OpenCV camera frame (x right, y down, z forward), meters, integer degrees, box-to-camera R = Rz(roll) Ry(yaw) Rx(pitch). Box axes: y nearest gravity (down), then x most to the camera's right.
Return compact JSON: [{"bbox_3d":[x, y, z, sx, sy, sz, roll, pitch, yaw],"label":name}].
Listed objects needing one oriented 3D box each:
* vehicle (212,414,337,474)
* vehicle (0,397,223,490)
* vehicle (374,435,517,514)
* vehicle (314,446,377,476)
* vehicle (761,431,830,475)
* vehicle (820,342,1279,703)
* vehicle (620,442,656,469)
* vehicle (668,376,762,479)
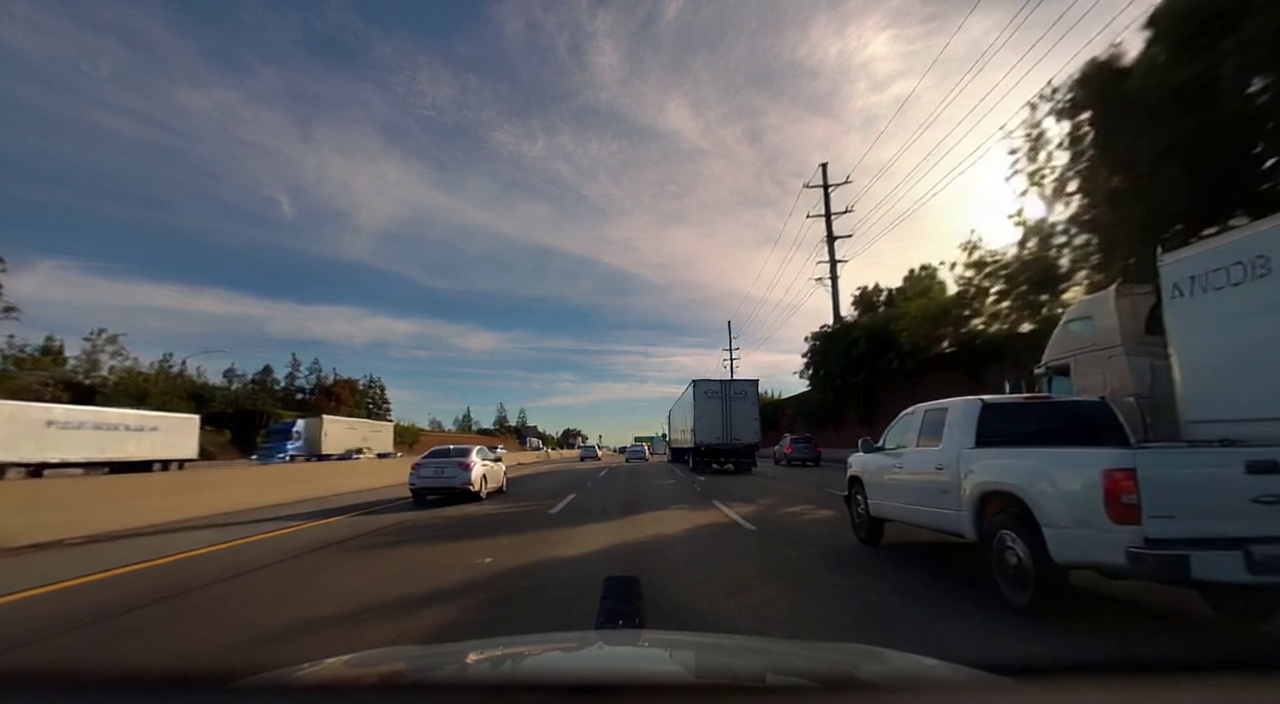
[{"bbox_3d":[-22.380,5.726,39.166,3.028,3.310,7.561,0,-8,1],"label":"vehicle"},{"bbox_3d":[-28.975,4.825,33.745,3.049,3.899,16.316,0,-8,-3],"label":"vehicle"},{"bbox_3d":[-4.187,2.686,14.287,1.968,1.507,3.829,0,-8,1],"label":"vehicle"},{"bbox_3d":[-14.927,5.513,32.068,1.519,1.378,3.435,-1,-8,0],"label":"vehicle"},{"bbox_3d":[7.402,4.869,30.514,2.079,1.938,4.630,0,-8,-1],"label":"vehicle"},{"bbox_3d":[3.496,1.236,5.765,2.132,1.869,4.978,0,-8,-1],"label":"vehicle"},{"bbox_3d":[-0.106,6.148,37.497,2.047,1.485,3.938,0,-8,1],"label":"vehicle"},{"bbox_3d":[3.358,4.200,33.351,2.907,4.109,16.177,0,-8,0],"label":"vehicle"}]
